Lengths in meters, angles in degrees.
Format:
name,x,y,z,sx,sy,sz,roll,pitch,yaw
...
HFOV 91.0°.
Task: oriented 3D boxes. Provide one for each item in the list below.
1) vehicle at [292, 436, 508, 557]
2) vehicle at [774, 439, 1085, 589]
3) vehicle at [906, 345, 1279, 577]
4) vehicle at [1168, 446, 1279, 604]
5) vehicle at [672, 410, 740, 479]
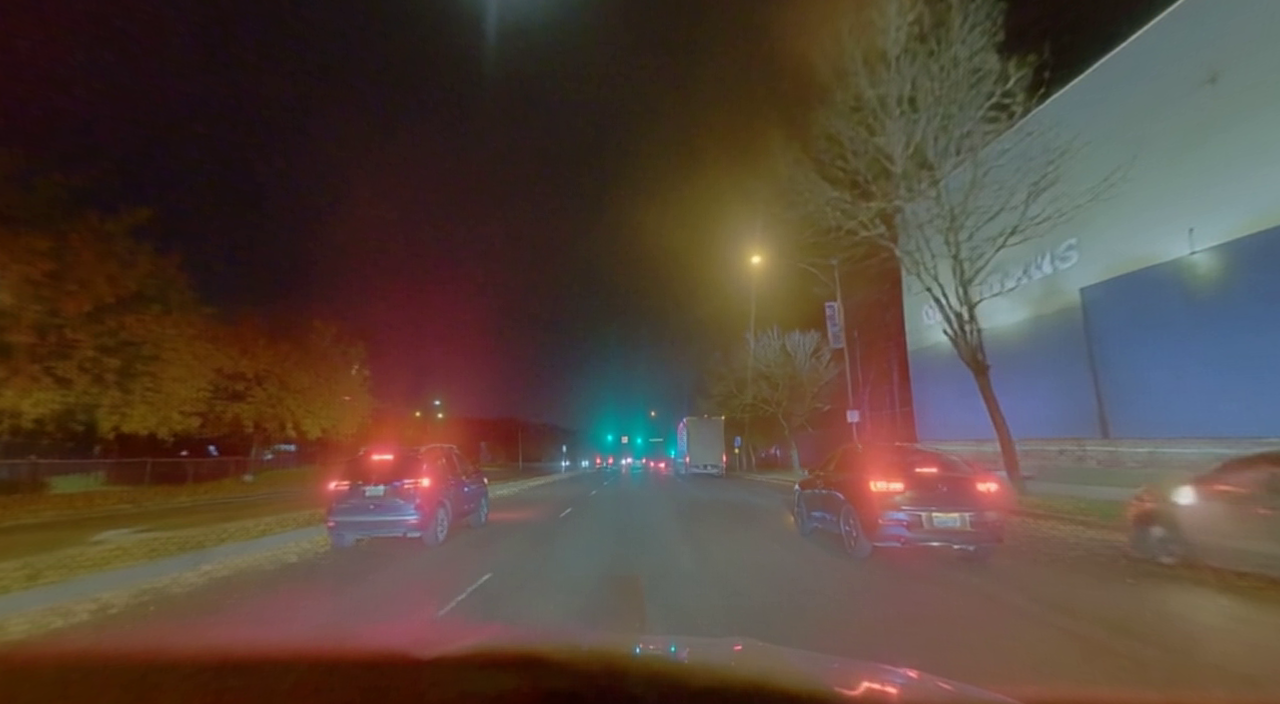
name,x,y,z,sx,sy,sz,roll,pitch,yaw
vehicle,-3.555,2.185,10.380,1.751,1.540,4.481,0,-8,1
vehicle,3.390,1.959,8.739,1.915,1.449,4.970,0,-8,-1
vehicle,6.873,1.651,10.210,2.483,2.707,5.496,0,-8,-2
vehicle,6.864,1.549,5.437,1.902,1.430,3.041,0,-8,0
vehicle,3.843,5.781,39.601,3.003,3.680,10.684,0,-8,-1
